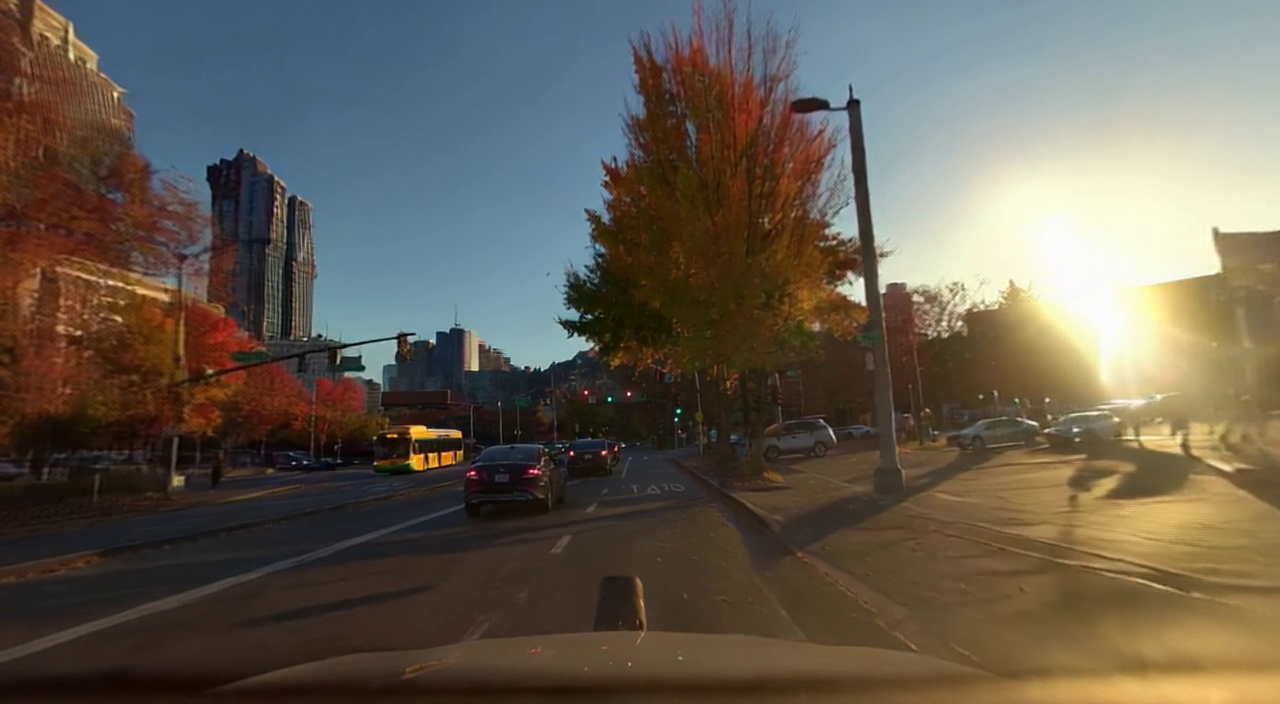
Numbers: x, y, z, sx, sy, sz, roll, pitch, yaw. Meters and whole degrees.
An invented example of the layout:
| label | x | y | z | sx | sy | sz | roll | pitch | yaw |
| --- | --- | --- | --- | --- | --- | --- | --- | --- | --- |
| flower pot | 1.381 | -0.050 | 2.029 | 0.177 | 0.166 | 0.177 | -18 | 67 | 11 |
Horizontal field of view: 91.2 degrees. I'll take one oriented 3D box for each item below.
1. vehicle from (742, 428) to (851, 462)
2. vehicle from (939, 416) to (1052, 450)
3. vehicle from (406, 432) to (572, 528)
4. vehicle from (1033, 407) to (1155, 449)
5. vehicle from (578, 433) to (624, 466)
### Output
| label | x | y | z | sx | sy | sz | roll | pitch | yaw |
| --- | --- | --- | --- | --- | --- | --- | --- | --- | --- |
| vehicle | 7.808 | 4.704 | 31.692 | 4.894 | 1.451 | 2.089 | -3 | -8 | 1 |
| vehicle | 16.729 | 3.862 | 29.640 | 4.064 | 1.507 | 2.078 | 0 | -9 | 1 |
| vehicle | -2.613 | 2.343 | 12.003 | 2.092 | 1.507 | 4.078 | 0 | -9 | 1 |
| vehicle | 21.270 | 3.595 | 29.473 | 4.172 | 1.687 | 1.773 | -4 | -8 | 0 |
| vehicle | -2.143 | 5.589 | 35.850 | 2.365 | 1.751 | 3.904 | 0 | -9 | 0 |
